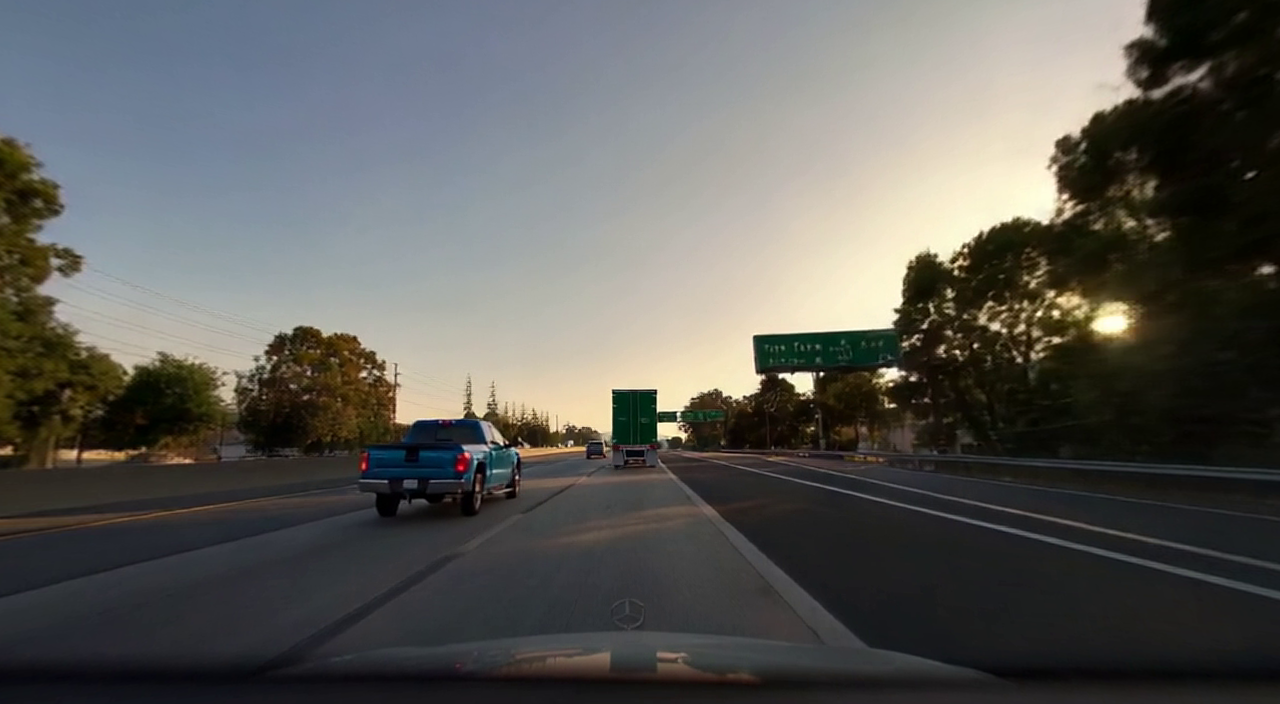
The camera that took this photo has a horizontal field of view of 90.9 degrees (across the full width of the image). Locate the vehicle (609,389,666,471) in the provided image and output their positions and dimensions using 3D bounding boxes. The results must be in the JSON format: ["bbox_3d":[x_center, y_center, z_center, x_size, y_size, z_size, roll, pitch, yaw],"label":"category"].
[{"bbox_3d":[-0.095,4.875,38.433,2.879,4.085,13.125,0,-8,0],"label":"vehicle"}]

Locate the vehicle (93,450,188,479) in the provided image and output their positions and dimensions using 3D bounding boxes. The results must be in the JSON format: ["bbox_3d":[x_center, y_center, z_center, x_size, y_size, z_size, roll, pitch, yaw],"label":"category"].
[{"bbox_3d":[-29.534,6.646,37.475,1.876,1.519,4.652,0,-8,-1],"label":"vehicle"}]

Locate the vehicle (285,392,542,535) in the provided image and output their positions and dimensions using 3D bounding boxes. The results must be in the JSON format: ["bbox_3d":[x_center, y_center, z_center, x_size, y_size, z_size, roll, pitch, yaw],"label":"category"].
[{"bbox_3d":[-3.937,2.152,12.846,2.749,2.141,6.515,0,-8,1],"label":"vehicle"}]
